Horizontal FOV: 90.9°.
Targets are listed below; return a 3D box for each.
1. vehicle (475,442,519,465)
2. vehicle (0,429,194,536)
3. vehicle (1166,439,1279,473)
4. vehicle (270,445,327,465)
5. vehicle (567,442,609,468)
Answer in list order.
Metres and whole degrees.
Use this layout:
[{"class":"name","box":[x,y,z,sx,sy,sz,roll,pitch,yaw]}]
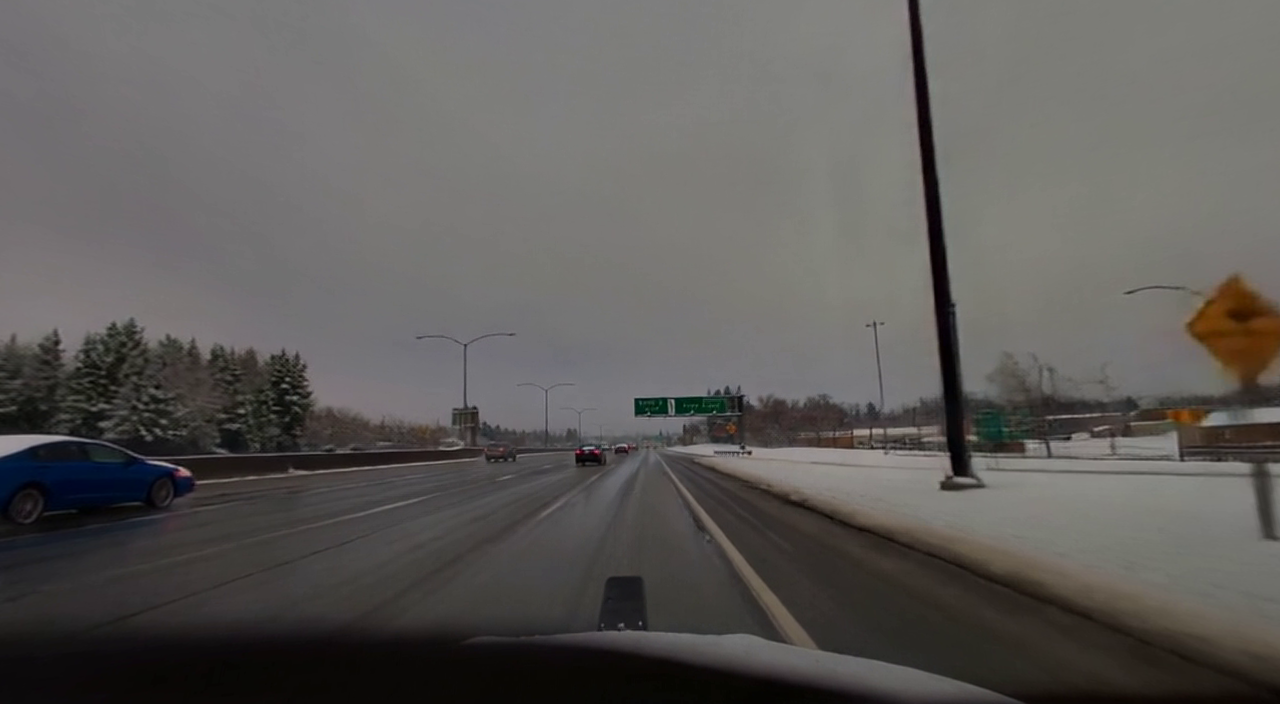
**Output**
[{"class":"vehicle","box":[-9.635,6.842,42.794,1.930,1.490,3.955,0,-8,2]},{"class":"vehicle","box":[-10.139,2.061,10.359,2.002,1.526,4.822,0,-8,1]},{"class":"vehicle","box":[29.006,5.034,30.661,4.798,1.545,2.042,-4,-9,24]},{"class":"vehicle","box":[-25.584,7.724,47.390,1.787,1.436,4.379,0,-8,1]},{"class":"vehicle","box":[-3.020,6.097,37.590,2.050,1.479,4.342,0,-8,1]}]
